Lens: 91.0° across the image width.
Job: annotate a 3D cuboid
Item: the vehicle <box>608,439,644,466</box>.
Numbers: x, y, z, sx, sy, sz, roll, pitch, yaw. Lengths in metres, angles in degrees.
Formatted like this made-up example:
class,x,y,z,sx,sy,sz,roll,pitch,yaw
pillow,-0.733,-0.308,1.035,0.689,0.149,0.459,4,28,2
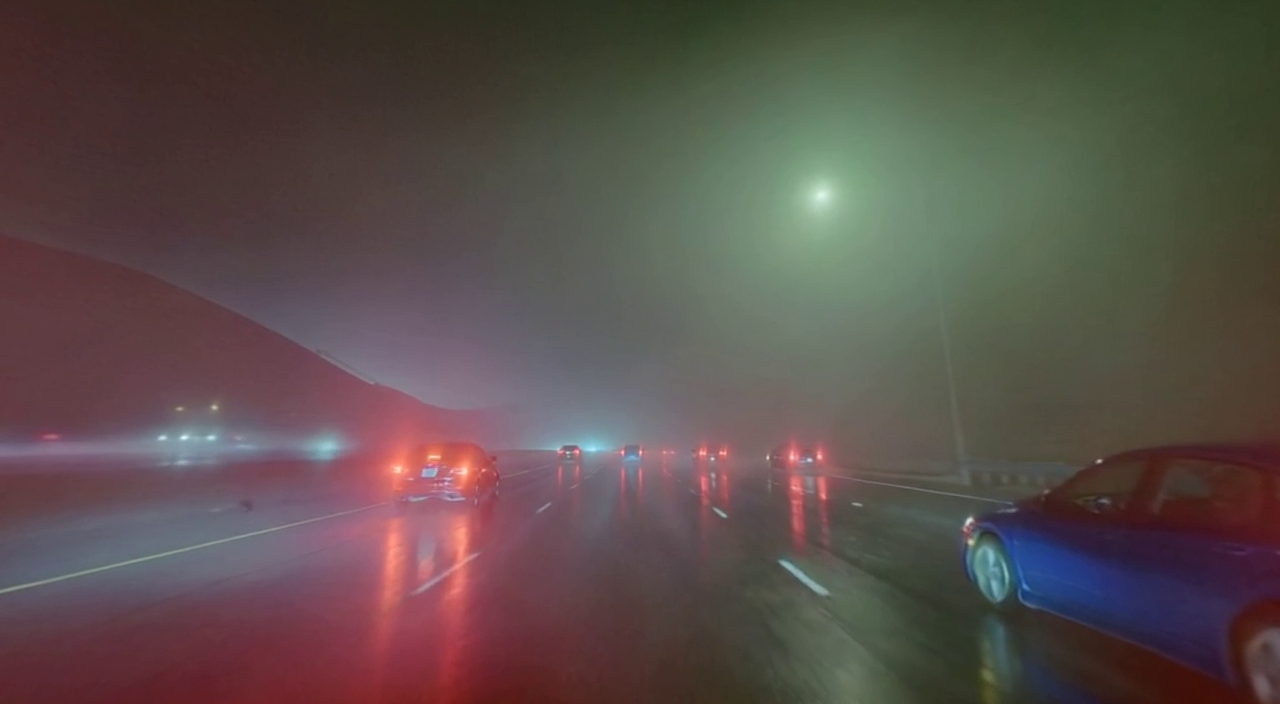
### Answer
class,x,y,z,sx,sy,sz,roll,pitch,yaw
vehicle,-0.841,6.199,38.942,2.147,1.572,4.094,0,-9,-1

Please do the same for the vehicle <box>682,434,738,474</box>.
class,x,y,z,sx,sy,sz,roll,pitch,yaw
vehicle,3.385,5.067,31.439,2.222,1.820,4.733,0,-9,-1

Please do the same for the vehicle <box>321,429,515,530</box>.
class,x,y,z,sx,sy,sz,roll,pitch,yaw
vehicle,-3.779,2.247,11.668,1.993,1.500,4.248,0,-9,1

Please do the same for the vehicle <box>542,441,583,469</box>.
class,x,y,z,sx,sy,sz,roll,pitch,yaw
vehicle,-4.219,5.665,34.738,1.796,1.464,3.839,0,-9,-1

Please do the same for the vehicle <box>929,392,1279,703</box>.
class,x,y,z,sx,sy,sz,roll,pitch,yaw
vehicle,3.368,0.956,2.543,2.136,1.511,4.706,0,-9,0
